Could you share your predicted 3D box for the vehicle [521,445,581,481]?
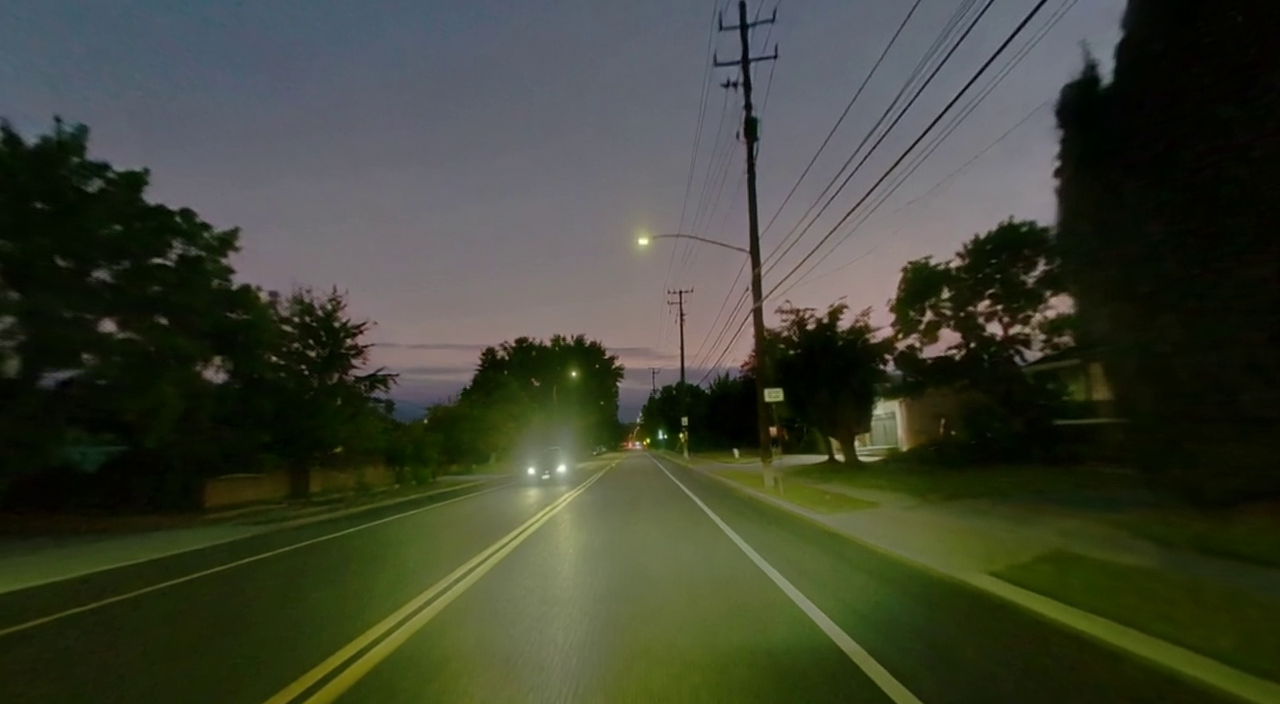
[{"bbox_3d":[-3.963,5.003,28.866,2.033,1.502,4.240,-1,-8,1],"label":"vehicle"}]
